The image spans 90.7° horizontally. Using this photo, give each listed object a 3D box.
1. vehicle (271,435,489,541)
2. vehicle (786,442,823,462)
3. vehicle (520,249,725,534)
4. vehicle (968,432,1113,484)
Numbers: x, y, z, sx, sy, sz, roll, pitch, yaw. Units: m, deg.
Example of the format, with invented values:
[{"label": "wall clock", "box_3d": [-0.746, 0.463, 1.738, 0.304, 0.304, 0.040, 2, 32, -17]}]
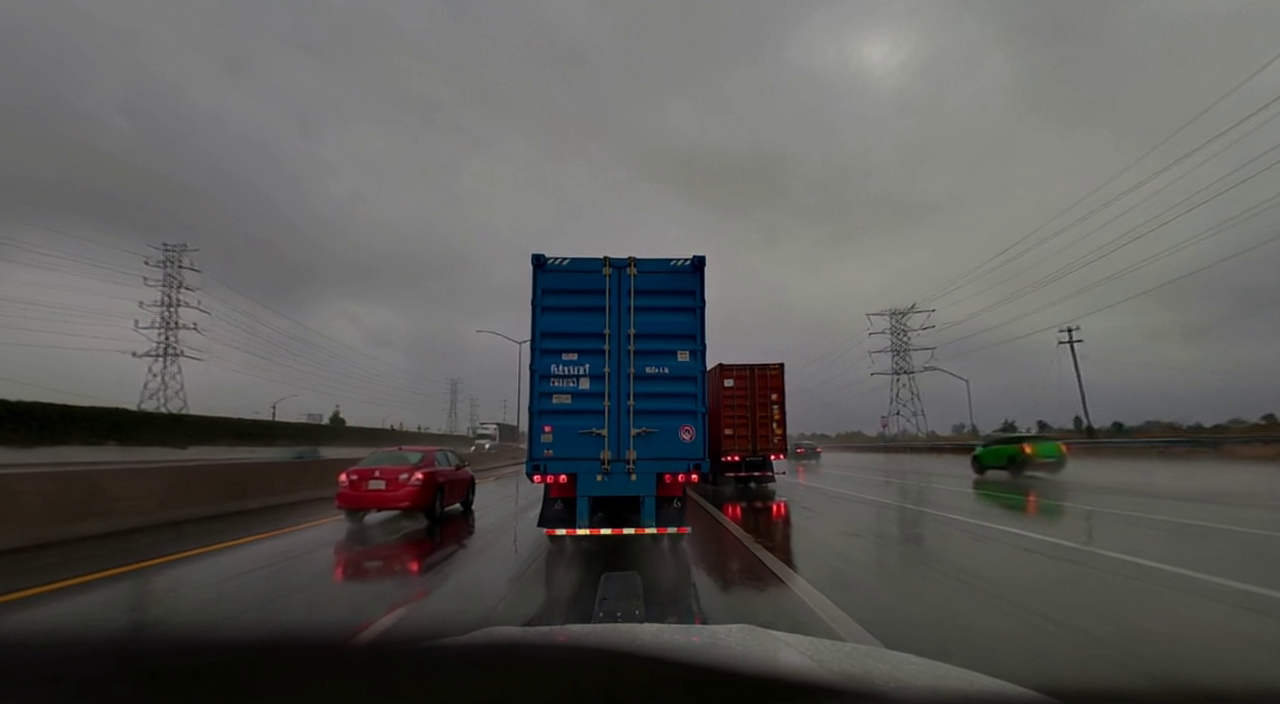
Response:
[{"label": "vehicle", "box_3d": [-4.265, 2.284, 11.363, 1.993, 1.475, 4.540, 0, -8, 0]}, {"label": "vehicle", "box_3d": [12.729, 7.722, 49.033, 1.766, 1.452, 3.703, 0, -9, -1]}, {"label": "vehicle", "box_3d": [-0.293, 1.388, 15.037, 2.841, 4.071, 12.046, 0, -8, 0]}, {"label": "vehicle", "box_3d": [13.405, 3.579, 21.598, 2.020, 1.546, 4.336, 0, -8, -1]}]
